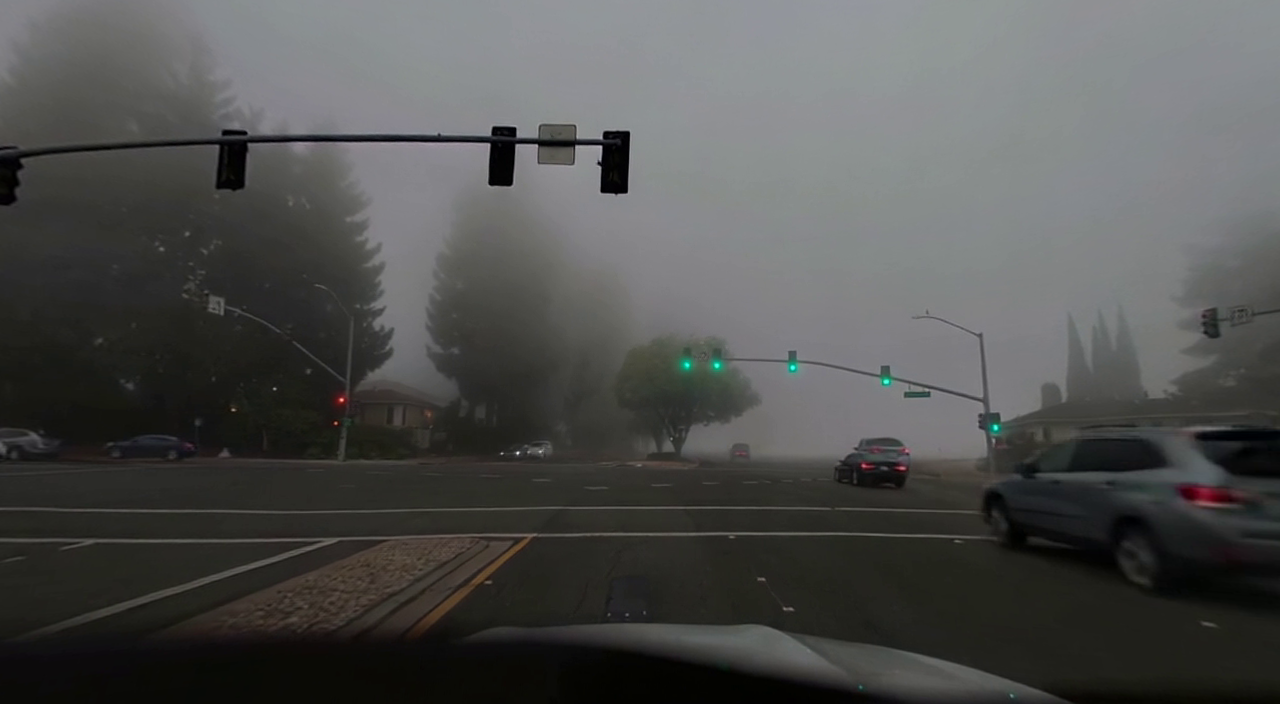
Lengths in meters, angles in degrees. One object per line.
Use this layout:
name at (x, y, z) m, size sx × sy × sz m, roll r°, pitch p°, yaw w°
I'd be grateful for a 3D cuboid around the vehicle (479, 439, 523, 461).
vehicle at (-10.116, 7.184, 46.189) m, size 2.039 × 1.519 × 4.356 m, roll -1°, pitch -8°, yaw 2°

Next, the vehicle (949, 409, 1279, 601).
vehicle at (6.498, 1.814, 8.486) m, size 2.239 × 1.812 × 4.812 m, roll 0°, pitch -8°, yaw 0°

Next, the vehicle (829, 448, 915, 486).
vehicle at (9.944, 4.919, 27.436) m, size 1.947 × 1.481 × 4.745 m, roll 0°, pitch -8°, yaw 1°

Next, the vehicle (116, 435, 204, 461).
vehicle at (-30.328, 6.083, 39.885) m, size 1.917 × 1.543 × 4.027 m, roll -8°, pitch -12°, yaw 44°
